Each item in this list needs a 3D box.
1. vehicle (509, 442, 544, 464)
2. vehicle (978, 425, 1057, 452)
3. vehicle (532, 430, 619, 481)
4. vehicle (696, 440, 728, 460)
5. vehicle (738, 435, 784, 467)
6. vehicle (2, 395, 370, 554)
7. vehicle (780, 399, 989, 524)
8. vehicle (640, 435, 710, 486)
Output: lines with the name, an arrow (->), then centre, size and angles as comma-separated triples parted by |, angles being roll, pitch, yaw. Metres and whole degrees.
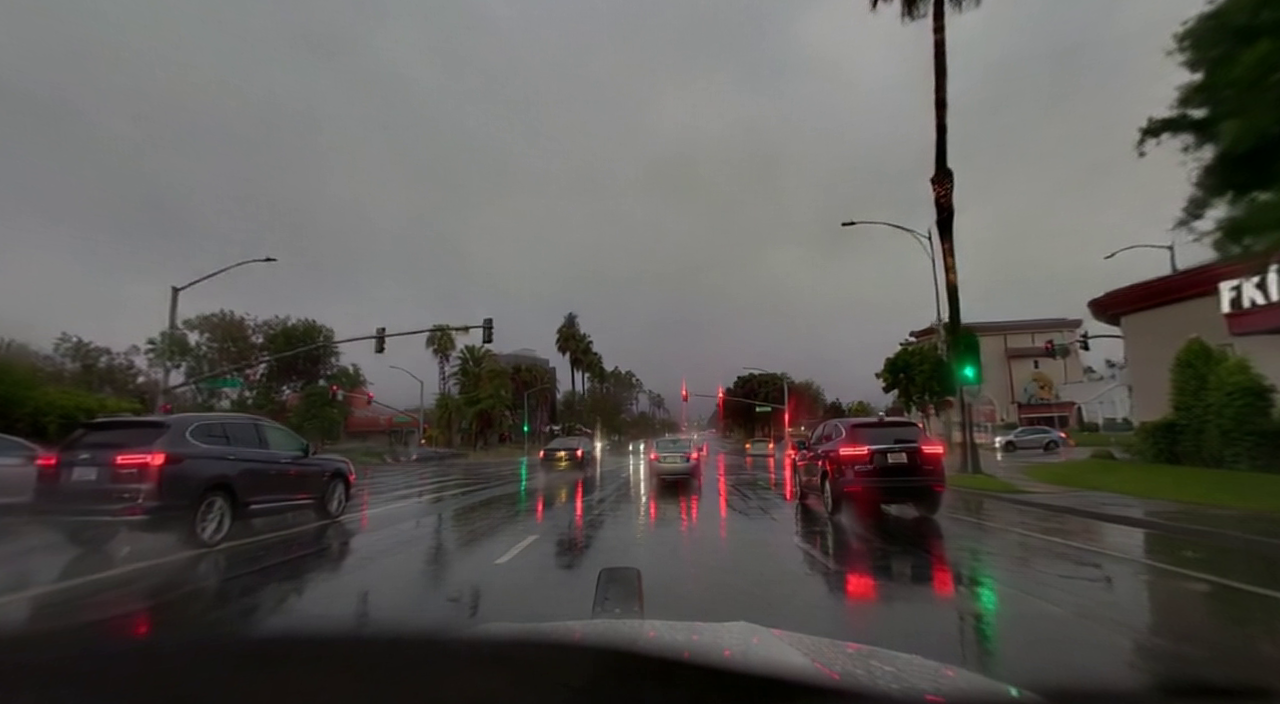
vehicle -> -7.949, 7.115, 44.713 | 1.918, 1.443, 4.612 | 0, -8, -4
vehicle -> 28.227, 6.518, 47.425 | 4.557, 1.848, 2.008 | -3, -9, 12
vehicle -> -2.337, 3.926, 24.296 | 2.088, 1.746, 4.650 | -2, -8, 10
vehicle -> 5.347, 7.183, 46.371 | 1.956, 1.369, 3.686 | -2, -9, 12
vehicle -> 6.204, 5.109, 32.722 | 2.149, 1.532, 4.168 | -2, -8, 9
vehicle -> -6.479, 1.811, 9.966 | 2.127, 1.888, 4.637 | -1, -8, 4
vehicle -> 4.386, 2.093, 12.508 | 2.267, 1.931, 5.145 | -1, -8, 3
vehicle -> 1.186, 3.505, 20.643 | 2.057, 1.492, 3.825 | -1, -8, 5
